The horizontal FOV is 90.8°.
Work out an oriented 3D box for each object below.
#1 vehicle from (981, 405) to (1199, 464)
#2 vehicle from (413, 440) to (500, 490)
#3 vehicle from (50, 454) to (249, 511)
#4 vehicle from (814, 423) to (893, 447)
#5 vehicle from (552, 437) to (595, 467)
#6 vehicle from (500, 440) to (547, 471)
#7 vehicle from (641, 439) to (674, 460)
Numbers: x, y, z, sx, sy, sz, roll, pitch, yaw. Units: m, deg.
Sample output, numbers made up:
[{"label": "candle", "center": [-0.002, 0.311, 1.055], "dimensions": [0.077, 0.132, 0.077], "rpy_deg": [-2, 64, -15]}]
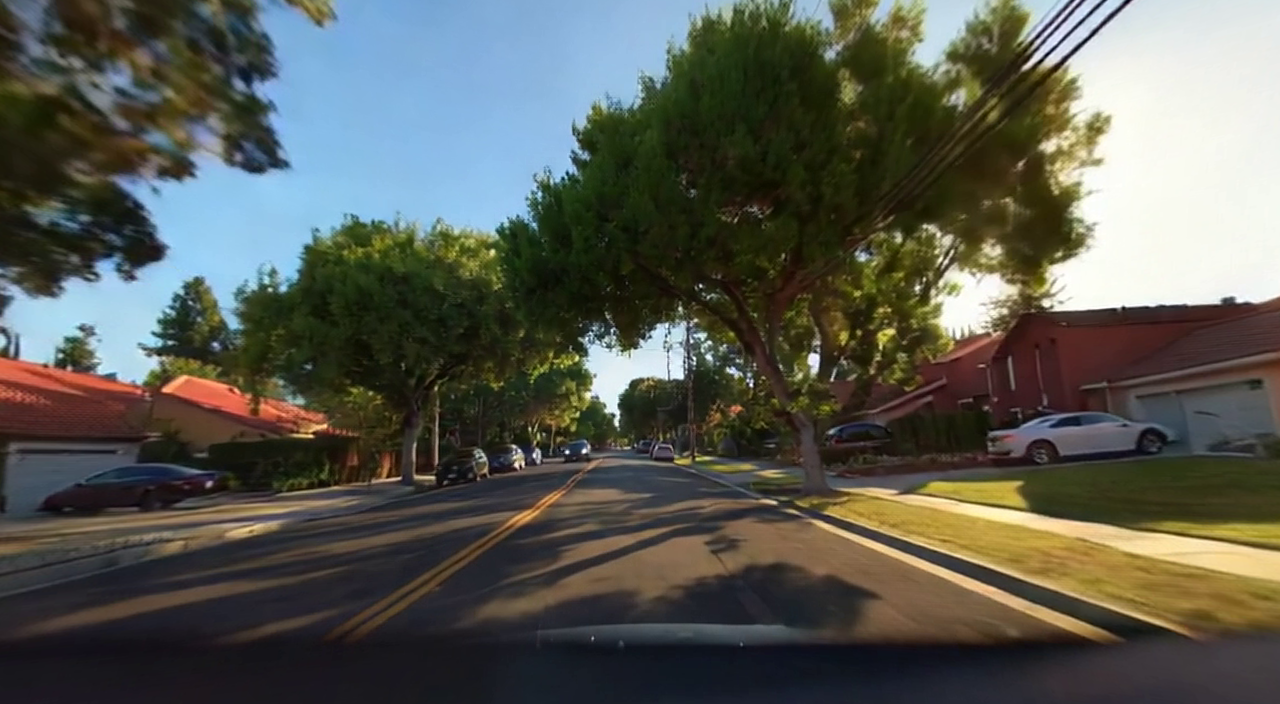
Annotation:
[{"label": "vehicle", "center": [12.266, 2.336, 17.571], "dimensions": [4.389, 1.480, 2.038], "rpy_deg": [-2, -9, 9]}, {"label": "vehicle", "center": [-6.688, 4.151, 23.537], "dimensions": [2.031, 1.662, 4.194], "rpy_deg": [0, -9, -1]}, {"label": "vehicle", "center": [-14.003, 3.690, 18.138], "dimensions": [4.487, 1.464, 1.889], "rpy_deg": [-2, -9, 11]}, {"label": "vehicle", "center": [12.979, 5.114, 38.678], "dimensions": [4.370, 1.433, 1.889], "rpy_deg": [-2, -9, 12]}, {"label": "vehicle", "center": [-3.961, 6.076, 38.380], "dimensions": [2.106, 1.688, 4.392], "rpy_deg": [0, -9, 0]}, {"label": "vehicle", "center": [-6.918, 6.172, 37.904], "dimensions": [2.033, 1.721, 4.328], "rpy_deg": [0, -9, -1]}, {"label": "vehicle", "center": [1.275, 7.237, 46.814], "dimensions": [1.996, 1.516, 4.122], "rpy_deg": [1, -9, -5]}]
